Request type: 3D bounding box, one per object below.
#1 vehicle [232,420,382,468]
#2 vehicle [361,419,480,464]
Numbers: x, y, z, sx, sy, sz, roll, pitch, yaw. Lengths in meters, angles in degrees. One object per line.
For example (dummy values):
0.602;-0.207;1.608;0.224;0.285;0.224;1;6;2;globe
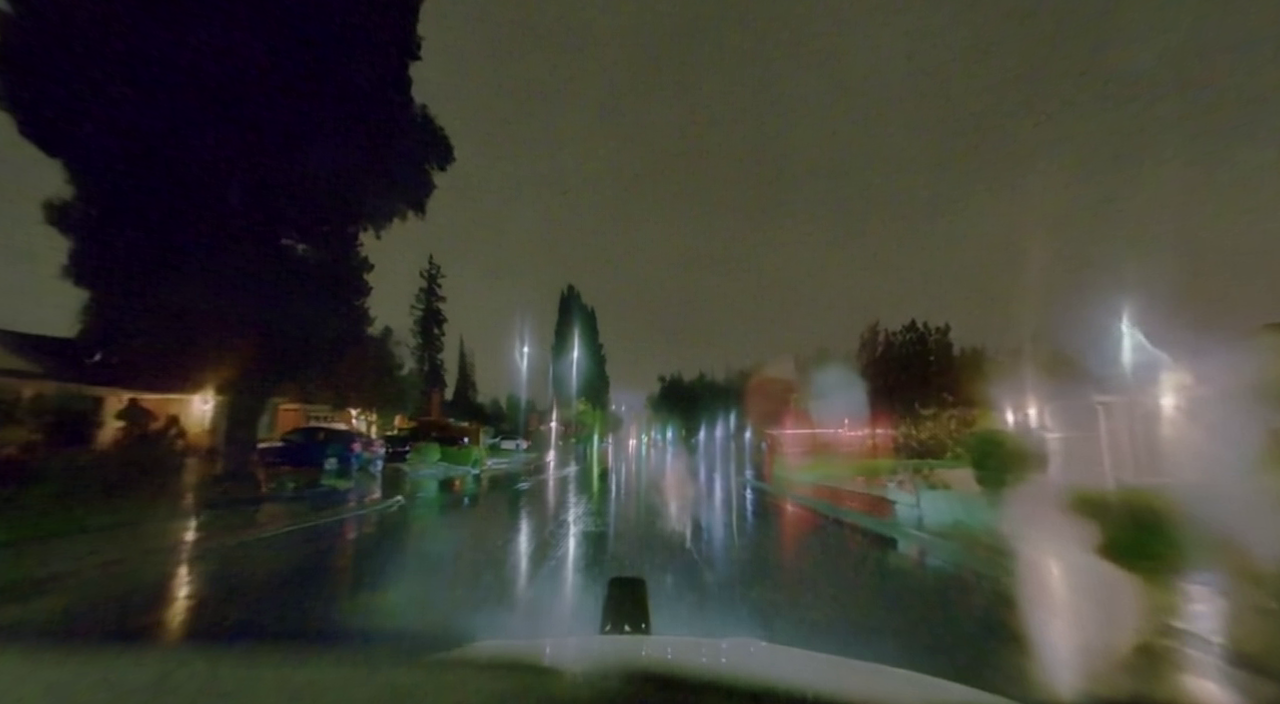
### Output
-13.482;3.746;25.753;4.796;1.864;2.328;0;-8;2;vehicle
-12.806;5.282;37.173;5.946;2.048;2.595;5;-9;-2;vehicle
